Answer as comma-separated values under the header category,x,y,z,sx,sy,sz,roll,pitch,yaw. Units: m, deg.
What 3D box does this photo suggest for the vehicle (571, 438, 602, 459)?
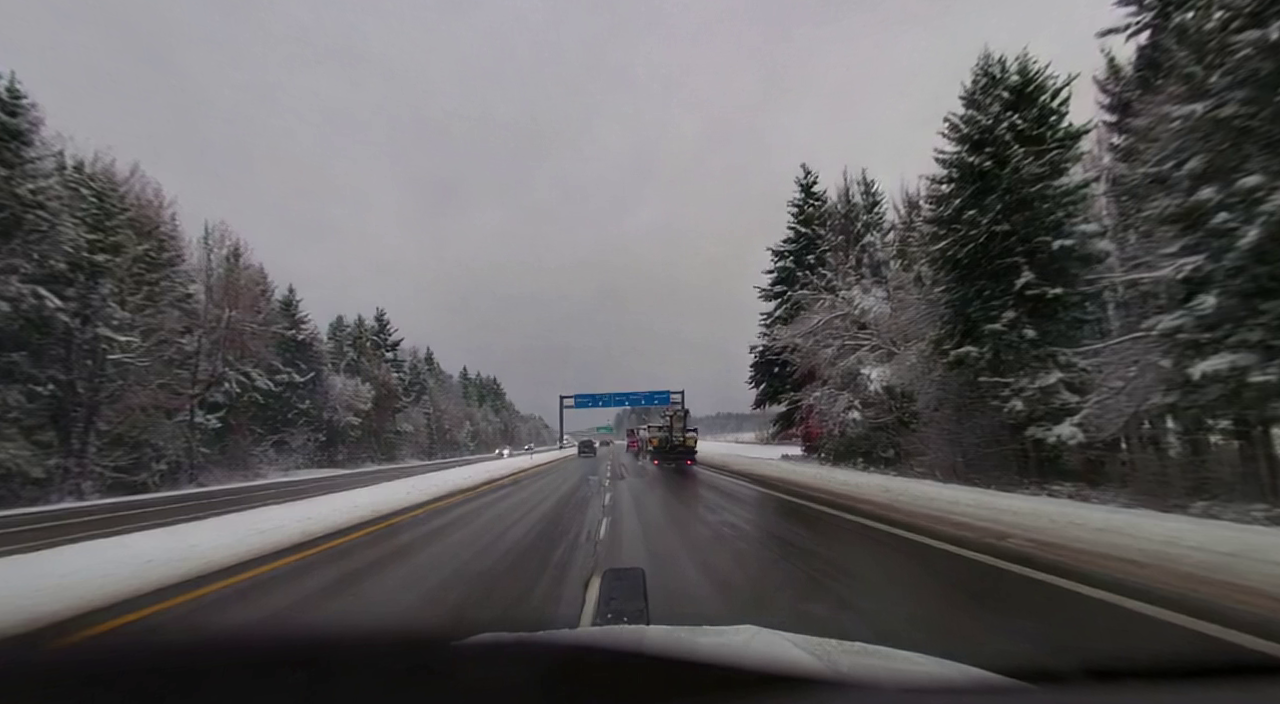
category,x,y,z,sx,sy,sz,roll,pitch,yaw
vehicle,-3.990,7.240,47.382,2.114,1.504,3.924,0,-8,-2

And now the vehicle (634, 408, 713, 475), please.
category,x,y,z,sx,sy,sz,roll,pitch,yaw
vehicle,1.217,3.765,26.447,2.677,2.439,6.402,0,-8,-3
